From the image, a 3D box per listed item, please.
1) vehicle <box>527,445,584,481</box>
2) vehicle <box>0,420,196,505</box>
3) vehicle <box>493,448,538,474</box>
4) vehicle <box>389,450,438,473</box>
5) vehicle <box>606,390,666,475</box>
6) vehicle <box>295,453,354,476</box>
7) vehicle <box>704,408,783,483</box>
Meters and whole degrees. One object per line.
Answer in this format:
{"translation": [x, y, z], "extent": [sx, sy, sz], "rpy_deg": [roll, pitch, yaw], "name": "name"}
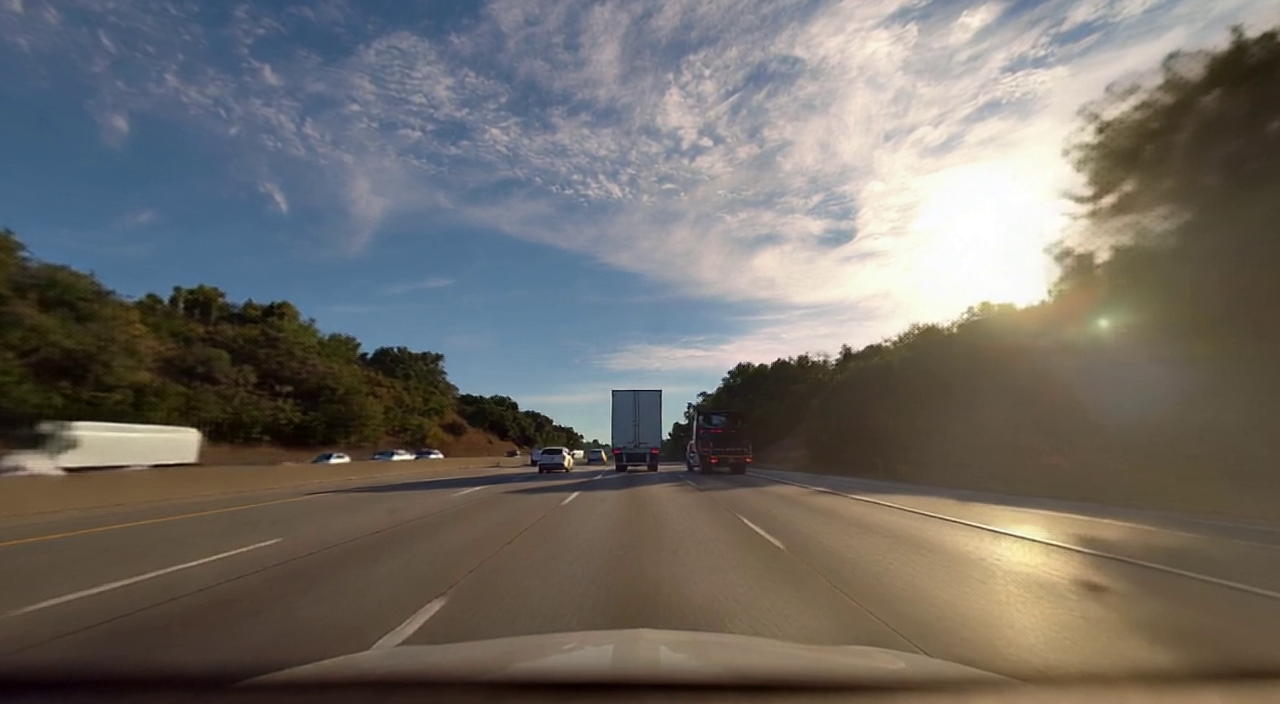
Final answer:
{"translation": [-3.848, 5.123, 29.386], "extent": [2.061, 1.555, 3.900], "rpy_deg": [0, -9, 0], "name": "vehicle"}
{"translation": [-19.077, 3.754, 21.878], "extent": [2.232, 2.446, 6.951], "rpy_deg": [0, -9, 0], "name": "vehicle"}
{"translation": [-7.612, 6.682, 38.890], "extent": [1.926, 1.482, 3.959], "rpy_deg": [0, -9, 1], "name": "vehicle"}
{"translation": [-15.460, 7.455, 43.217], "extent": [1.809, 1.473, 4.083], "rpy_deg": [0, -9, 0], "name": "vehicle"}
{"translation": [-0.294, 4.793, 36.298], "extent": [2.875, 4.056, 12.312], "rpy_deg": [0, -9, -1], "name": "vehicle"}
{"translation": [-22.505, 8.049, 45.151], "extent": [1.905, 1.516, 4.417], "rpy_deg": [0, -9, 0], "name": "vehicle"}
{"translation": [4.252, 3.955, 26.658], "extent": [2.565, 2.902, 3.798], "rpy_deg": [0, -9, -1], "name": "vehicle"}
